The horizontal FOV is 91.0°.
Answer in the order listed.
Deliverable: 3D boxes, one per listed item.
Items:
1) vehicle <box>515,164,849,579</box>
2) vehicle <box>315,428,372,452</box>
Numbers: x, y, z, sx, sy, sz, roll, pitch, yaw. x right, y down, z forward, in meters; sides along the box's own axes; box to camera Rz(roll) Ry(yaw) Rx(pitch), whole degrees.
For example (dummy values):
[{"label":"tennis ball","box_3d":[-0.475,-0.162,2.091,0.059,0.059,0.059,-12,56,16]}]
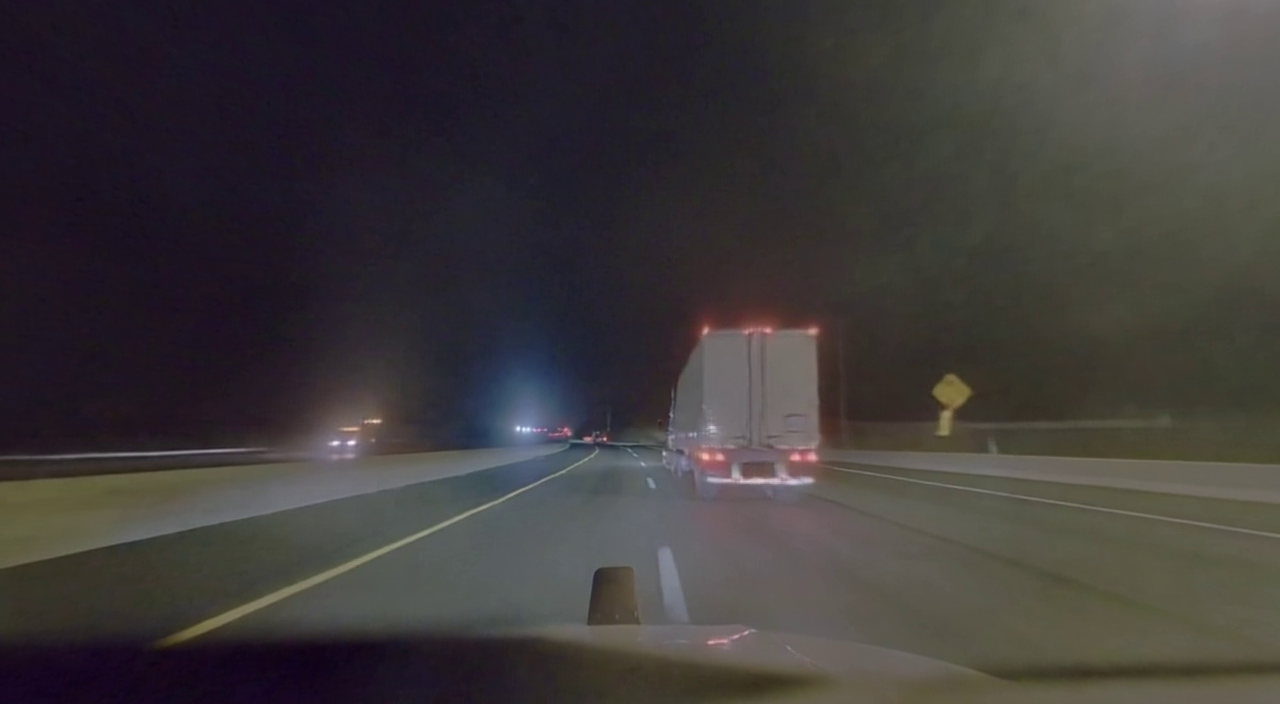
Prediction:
[{"label":"vehicle","box_3d":[0.820,1.060,12.709,3.153,4.080,13.081,-1,-8,4]},{"label":"vehicle","box_3d":[-22.238,6.653,47.475,2.039,1.706,4.974,0,-8,-2]}]
